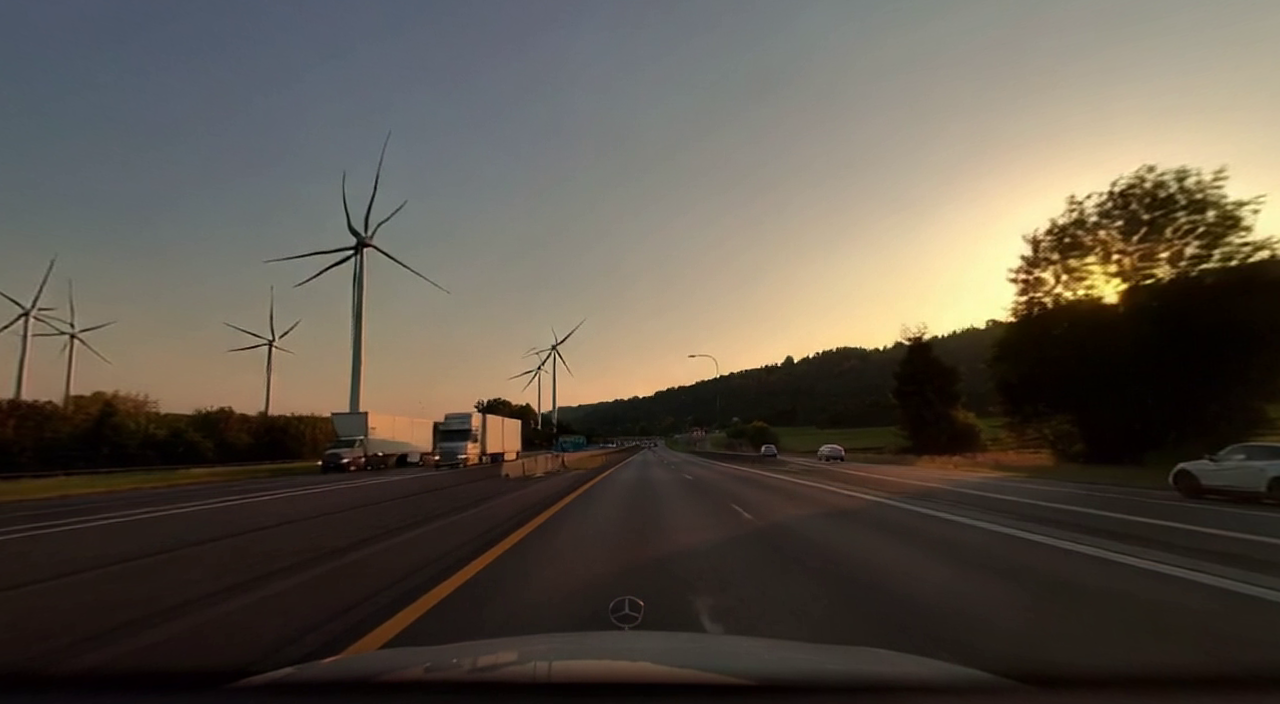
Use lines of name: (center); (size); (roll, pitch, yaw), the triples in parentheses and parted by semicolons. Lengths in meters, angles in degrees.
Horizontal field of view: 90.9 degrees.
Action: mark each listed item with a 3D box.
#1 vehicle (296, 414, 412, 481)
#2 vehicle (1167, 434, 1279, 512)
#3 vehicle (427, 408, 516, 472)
vehicle: (-16.793, 5.747, 37.875); (2.931, 3.531, 8.112); (0, -9, 1)
vehicle: (14.832, 2.704, 14.167); (1.897, 1.669, 4.825); (0, -9, 2)
vehicle: (-11.749, 6.440, 45.627); (2.849, 3.947, 12.500); (0, -9, 0)
